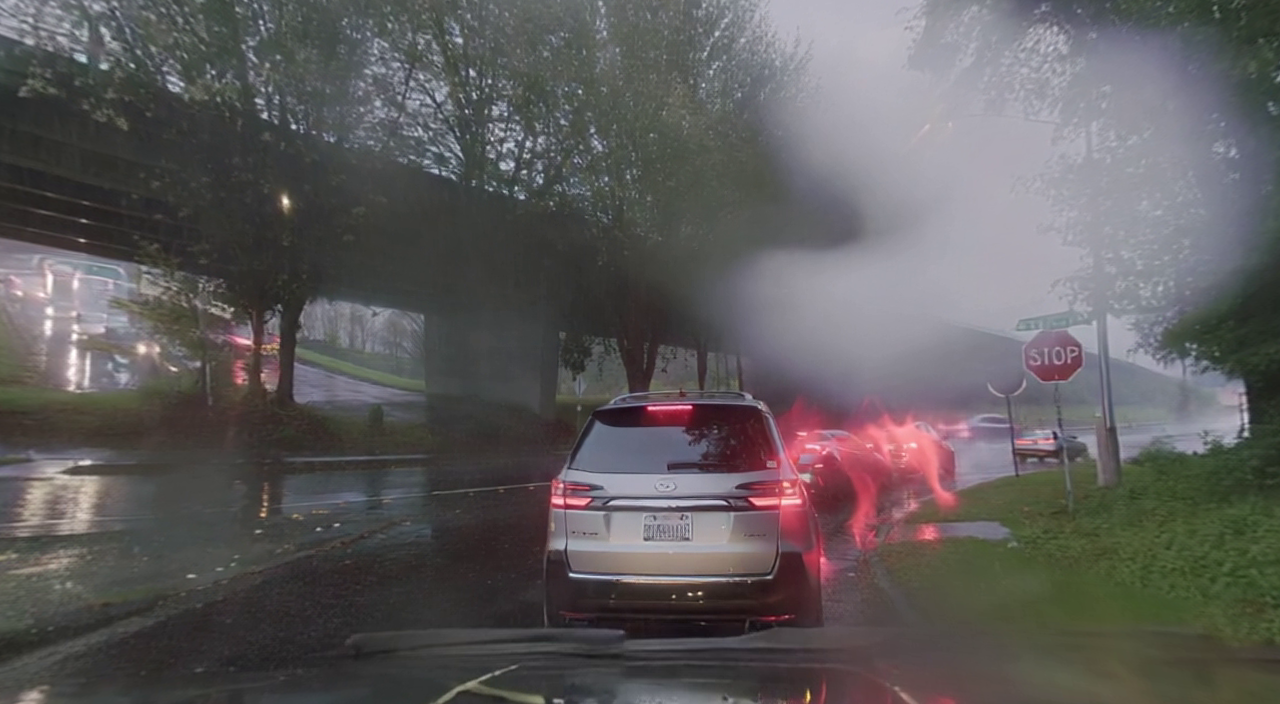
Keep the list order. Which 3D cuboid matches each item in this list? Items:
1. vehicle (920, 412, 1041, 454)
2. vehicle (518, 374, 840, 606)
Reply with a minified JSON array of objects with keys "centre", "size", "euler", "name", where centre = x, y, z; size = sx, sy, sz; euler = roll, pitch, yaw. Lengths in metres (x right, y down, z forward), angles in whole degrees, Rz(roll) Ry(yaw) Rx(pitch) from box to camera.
[{"centre":[14.721,3.548,27.246],"size":[5.060,1.648,2.038],"euler":[5,-10,-28],"name":"vehicle"},{"centre":[0.312,1.400,7.162],"size":[2.494,1.804,4.336],"euler":[0,-9,0],"name":"vehicle"}]
